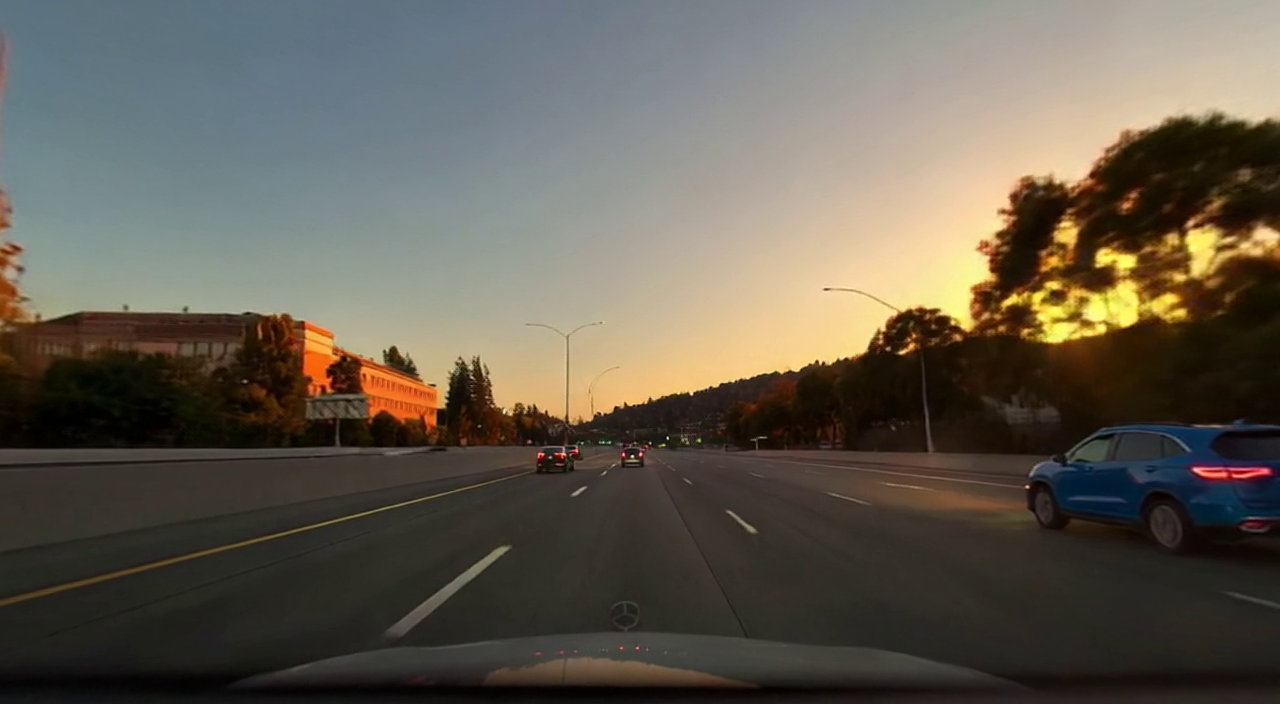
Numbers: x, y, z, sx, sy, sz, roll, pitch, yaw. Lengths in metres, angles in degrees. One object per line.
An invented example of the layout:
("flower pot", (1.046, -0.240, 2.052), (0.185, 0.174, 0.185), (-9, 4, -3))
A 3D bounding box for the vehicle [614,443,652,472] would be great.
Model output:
("vehicle", (-0.409, 5.880, 35.309), (1.997, 1.485, 4.094), (0, -9, -1))

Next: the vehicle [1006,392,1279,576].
("vehicle", (7.315, 1.614, 8.353), (2.028, 1.801, 4.741), (0, -9, -1))

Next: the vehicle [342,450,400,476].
("vehicle", (-16.793, 6.942, 39.680), (1.903, 1.526, 3.970), (0, -9, 0))

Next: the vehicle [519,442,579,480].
("vehicle", (-3.824, 4.664, 27.384), (1.886, 1.465, 4.625), (0, -9, 0))
